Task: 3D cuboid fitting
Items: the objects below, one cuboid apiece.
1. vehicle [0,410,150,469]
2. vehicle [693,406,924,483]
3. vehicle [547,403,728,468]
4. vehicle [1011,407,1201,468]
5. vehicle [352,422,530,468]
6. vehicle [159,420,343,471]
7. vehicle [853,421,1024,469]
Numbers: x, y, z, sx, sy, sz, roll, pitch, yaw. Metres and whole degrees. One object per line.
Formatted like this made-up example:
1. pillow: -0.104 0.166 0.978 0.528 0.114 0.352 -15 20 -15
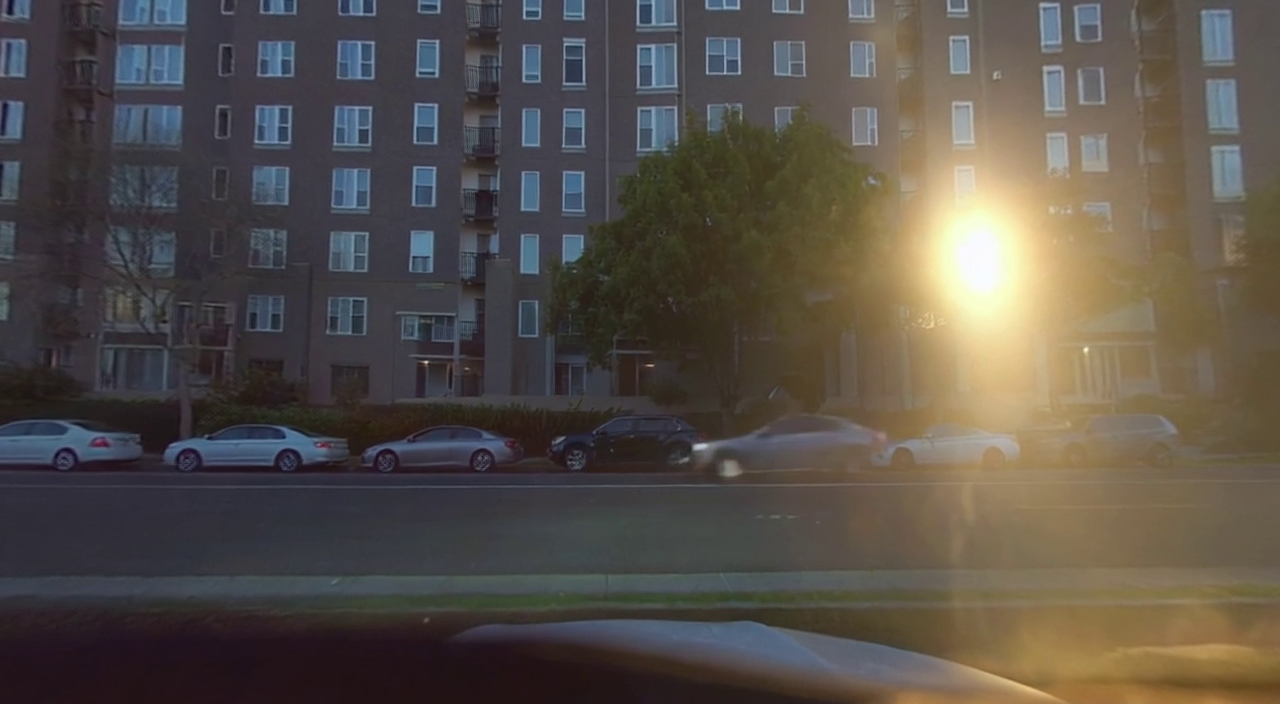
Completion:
1. vehicle: -17.691 2.610 18.831 4.426 1.641 1.889 0 -8 -5
2. vehicle: 3.432 1.980 13.607 4.396 1.501 1.955 0 -8 -1
3. vehicle: -0.134 2.630 19.613 5.299 1.860 2.098 1 -10 -5
4. vehicle: 14.835 2.708 20.317 4.544 1.780 1.966 -1 -5 -1
5. vehicle: -5.958 2.873 19.380 4.851 1.339 1.785 0 -10 -3
6. vehicle: -11.623 2.826 19.147 4.336 1.438 1.776 1 -8 -4
7. vehicle: 9.268 2.876 19.815 4.521 1.411 1.726 1 -6 -4
